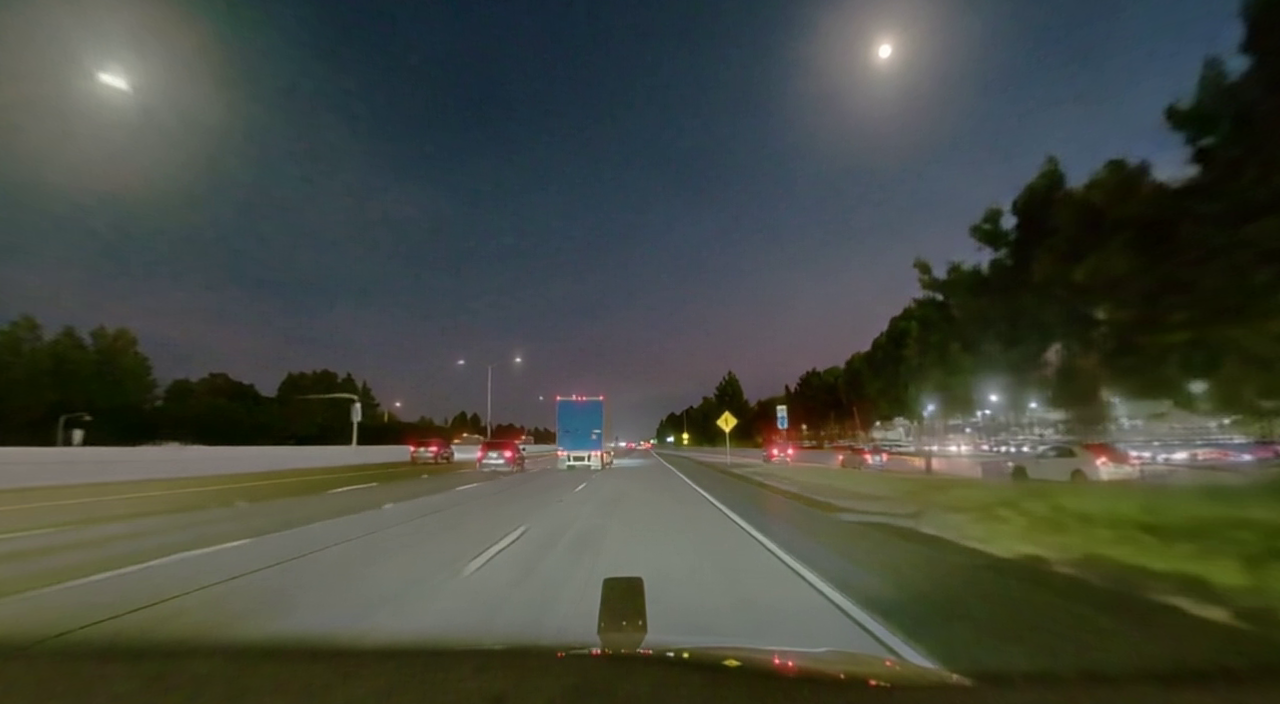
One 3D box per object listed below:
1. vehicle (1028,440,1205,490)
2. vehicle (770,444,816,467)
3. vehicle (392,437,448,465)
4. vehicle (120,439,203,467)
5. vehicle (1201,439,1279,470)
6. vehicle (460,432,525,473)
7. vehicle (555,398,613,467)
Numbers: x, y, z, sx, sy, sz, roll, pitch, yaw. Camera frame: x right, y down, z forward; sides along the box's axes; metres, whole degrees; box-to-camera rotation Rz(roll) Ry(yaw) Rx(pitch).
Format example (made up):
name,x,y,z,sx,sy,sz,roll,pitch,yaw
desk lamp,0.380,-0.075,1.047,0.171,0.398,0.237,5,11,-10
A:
name,x,y,z,sx,sy,sz,roll,pitch,yaw
vehicle,16.186,3.839,21.853,2.022,1.505,4.786,1,-8,-8
vehicle,11.701,7.930,48.522,2.083,1.706,4.129,1,-8,-7
vehicle,-14.379,6.473,41.457,1.997,1.695,4.492,0,-8,1
vehicle,-25.688,5.436,33.986,1.644,1.423,3.554,0,-8,0
vehicle,32.377,5.311,32.876,4.737,1.464,1.914,0,-9,-9
vehicle,-7.151,4.917,31.049,2.058,1.840,4.443,0,-8,1
vehicle,-3.555,5.657,43.511,2.905,4.037,12.921,0,-8,0
